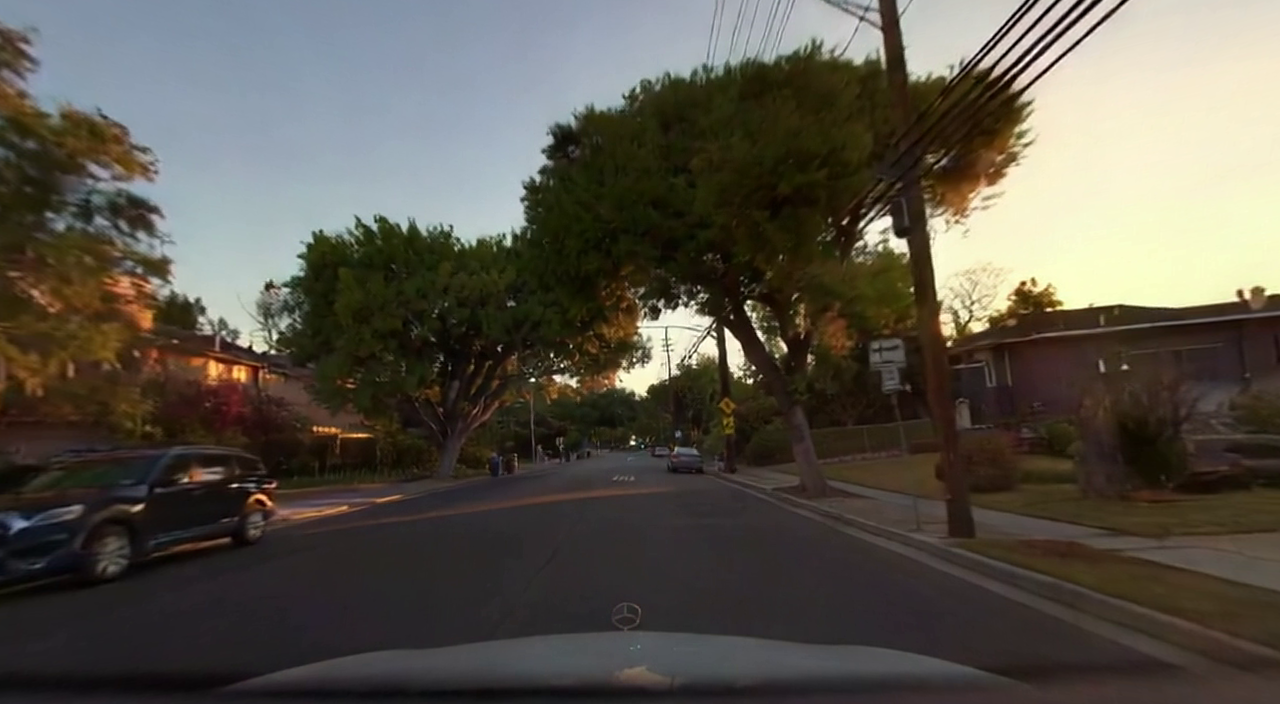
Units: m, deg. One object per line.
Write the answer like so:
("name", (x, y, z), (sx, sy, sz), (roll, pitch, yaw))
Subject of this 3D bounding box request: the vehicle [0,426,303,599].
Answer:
("vehicle", (-7.151, 2.146, 9.132), (2.135, 1.787, 4.452), (-4, -9, 0))

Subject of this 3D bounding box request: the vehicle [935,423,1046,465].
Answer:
("vehicle", (13.934, 3.680, 25.237), (3.645, 1.532, 1.806), (-5, -10, 29))

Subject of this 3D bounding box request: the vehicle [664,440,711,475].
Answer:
("vehicle", (2.422, 5.502, 33.221), (1.971, 1.710, 4.210), (0, -9, -2))
